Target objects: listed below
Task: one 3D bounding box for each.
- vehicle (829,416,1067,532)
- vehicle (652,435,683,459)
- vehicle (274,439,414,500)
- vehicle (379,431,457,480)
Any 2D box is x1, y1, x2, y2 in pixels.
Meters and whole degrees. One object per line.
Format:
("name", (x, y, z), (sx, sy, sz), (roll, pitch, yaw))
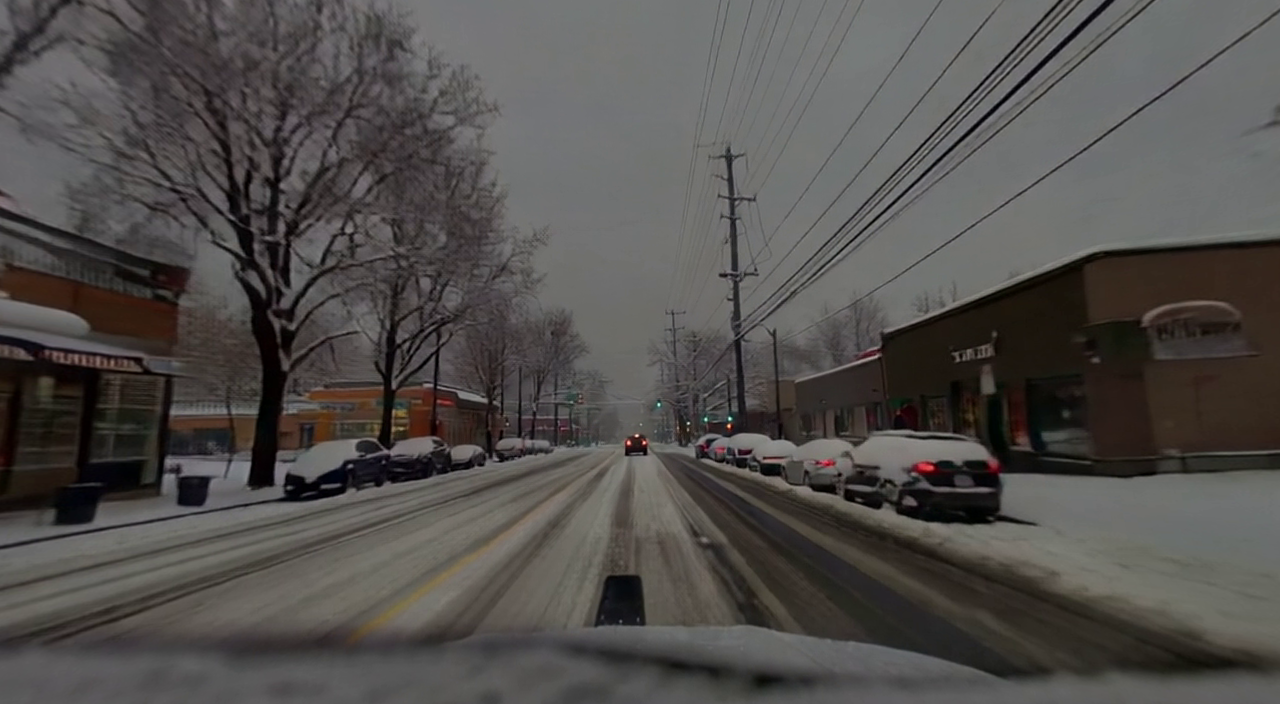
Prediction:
("vehicle", (5.573, 2.271, 12.441), (2.042, 1.787, 5.110), (0, -8, -1))
("vehicle", (1.951, 6.831, 45.475), (1.998, 1.580, 4.015), (0, -8, -1))
("vehicle", (-9.954, 3.959, 21.907), (2.081, 1.819, 5.607), (0, -8, 0))
("vehicle", (-10.053, 4.712, 29.000), (2.020, 2.013, 4.758), (0, -8, -3))
